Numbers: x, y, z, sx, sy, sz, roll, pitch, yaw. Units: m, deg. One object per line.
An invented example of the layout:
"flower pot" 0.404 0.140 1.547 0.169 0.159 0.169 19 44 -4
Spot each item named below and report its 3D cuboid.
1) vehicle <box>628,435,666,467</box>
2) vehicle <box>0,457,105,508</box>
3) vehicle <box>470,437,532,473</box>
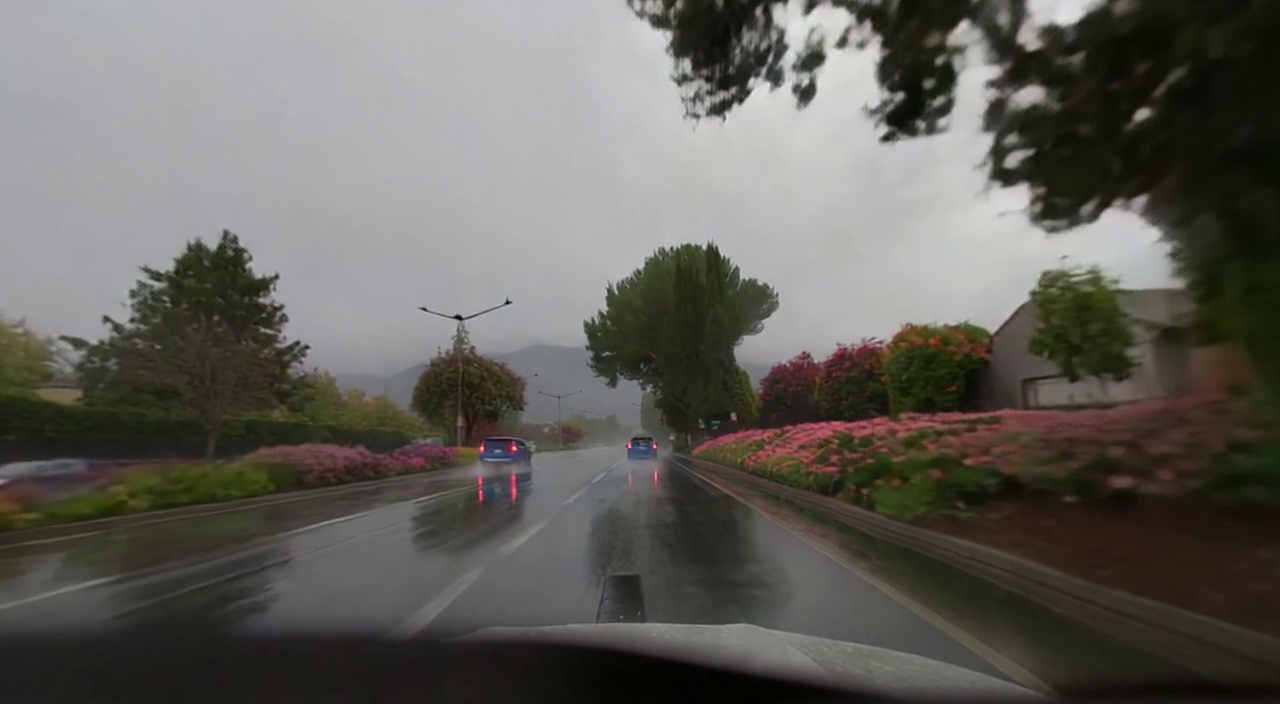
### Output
"vehicle" 0.420 5.817 37.328 2.070 1.764 4.552 0 -9 1
"vehicle" -20.764 4.281 20.933 1.877 1.507 4.722 0 -9 0
"vehicle" -6.838 5.135 31.627 1.993 1.657 4.487 0 -9 1
